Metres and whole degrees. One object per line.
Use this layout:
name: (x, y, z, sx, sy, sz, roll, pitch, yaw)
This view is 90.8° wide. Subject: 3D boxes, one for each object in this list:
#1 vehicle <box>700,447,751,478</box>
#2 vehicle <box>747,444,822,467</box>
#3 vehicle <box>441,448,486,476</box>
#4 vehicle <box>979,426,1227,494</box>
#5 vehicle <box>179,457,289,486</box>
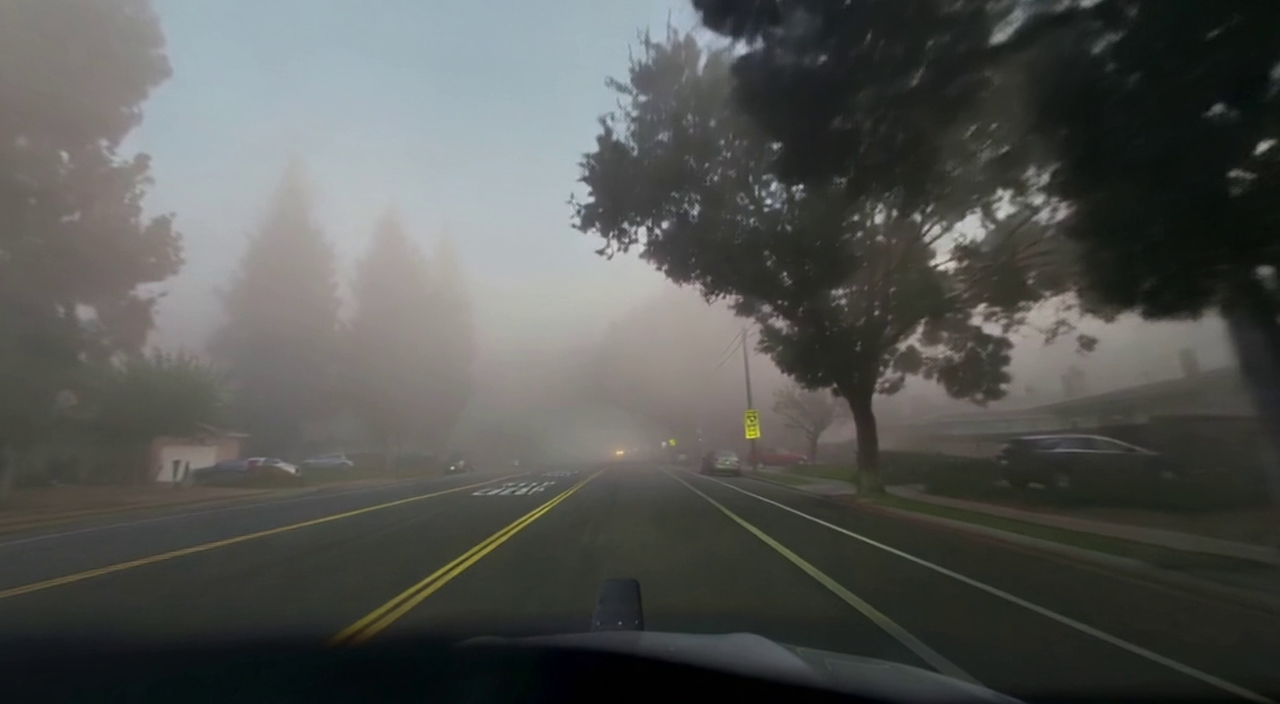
vehicle: (4.324, 5.670, 32.671, 1.970, 1.455, 4.233, 0, -9, -1)
vehicle: (9.675, 6.976, 42.527, 4.501, 1.502, 1.975, 0, -9, -1)
vehicle: (-13.133, 8.142, 47.132, 2.049, 1.782, 4.460, -4, -8, 0)
vehicle: (11.176, 2.636, 15.521, 4.596, 1.527, 1.858, 0, -9, 0)
vehicle: (-21.652, 6.375, 33.811, 4.413, 1.477, 2.100, 0, -9, 1)
